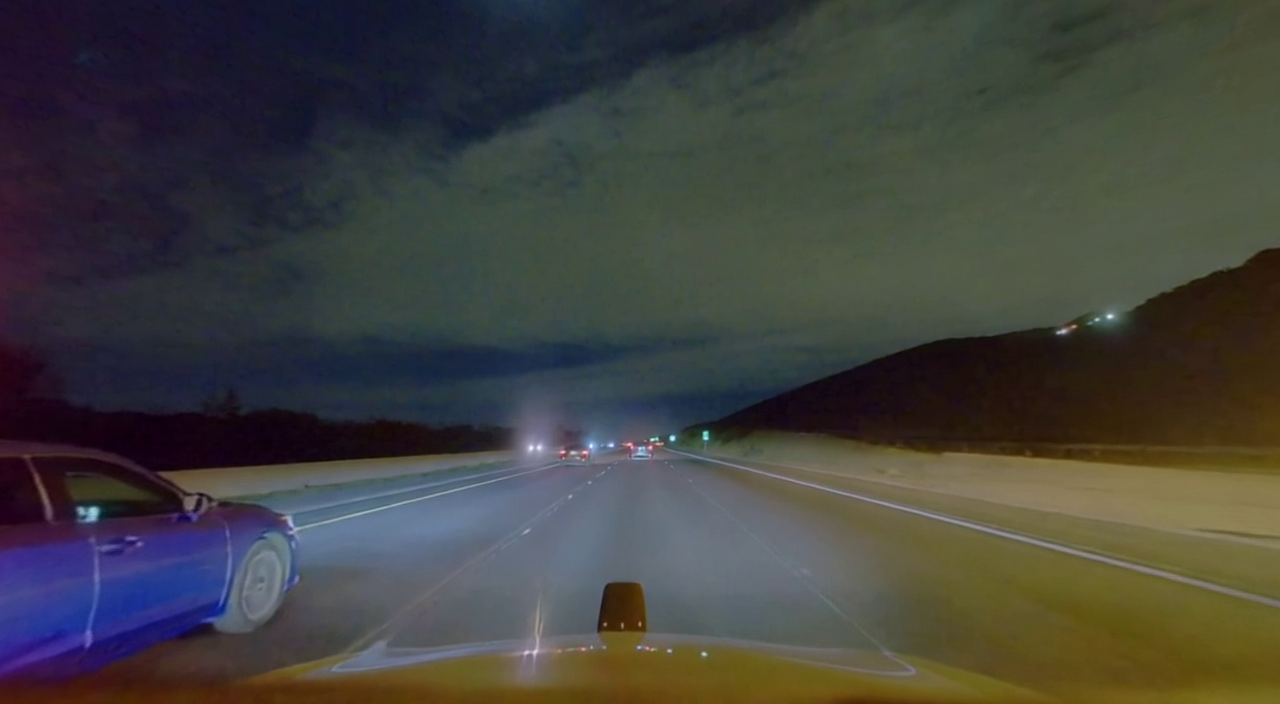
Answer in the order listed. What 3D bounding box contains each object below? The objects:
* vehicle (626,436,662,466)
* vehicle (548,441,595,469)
[{"bbox_3d":[0.240,6.512,41.626,2.272,1.836,4.866,0,-8,0],"label":"vehicle"},{"bbox_3d":[-3.779,5.760,35.313,2.082,1.485,4.237,0,-8,1],"label":"vehicle"}]
